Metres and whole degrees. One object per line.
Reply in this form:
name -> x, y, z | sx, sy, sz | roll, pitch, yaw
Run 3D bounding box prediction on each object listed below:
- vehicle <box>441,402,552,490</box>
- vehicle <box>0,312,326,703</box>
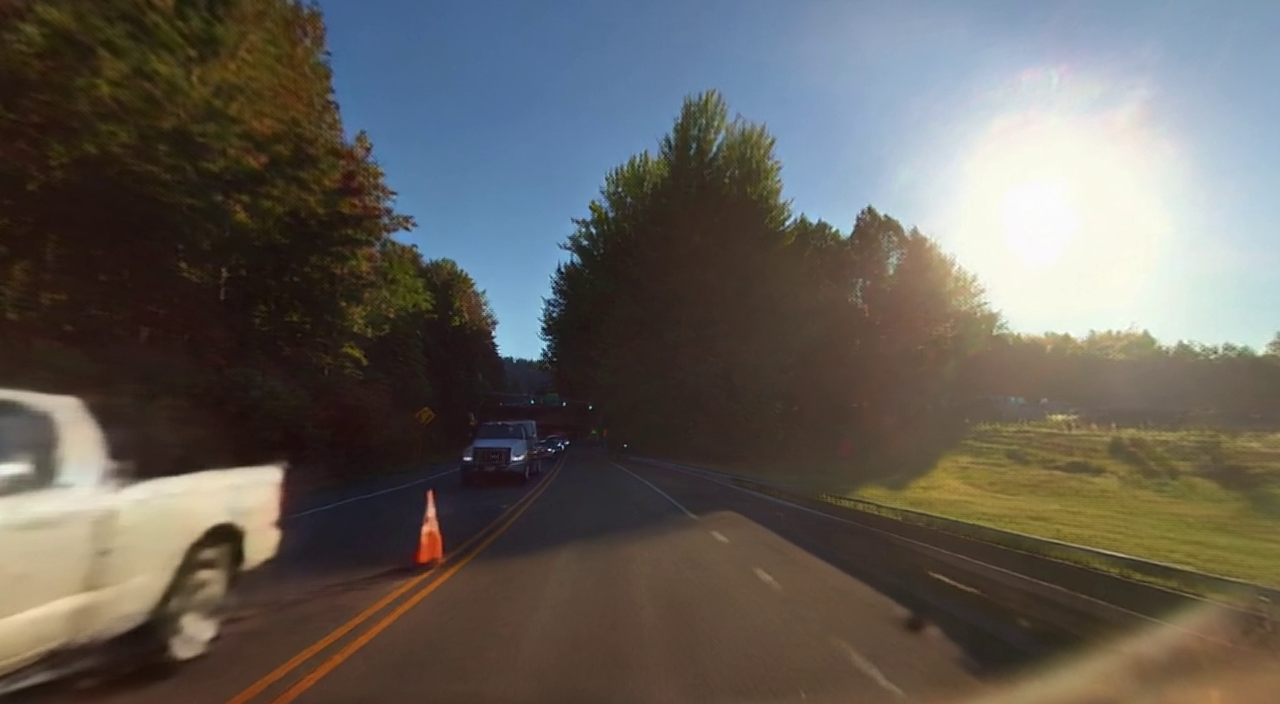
vehicle -> -4.821, 3.398, 22.969 | 2.939, 2.556, 8.664 | 1, -8, -6
vehicle -> -3.395, 0.802, 2.597 | 2.057, 1.792, 4.457 | 0, -8, -3
